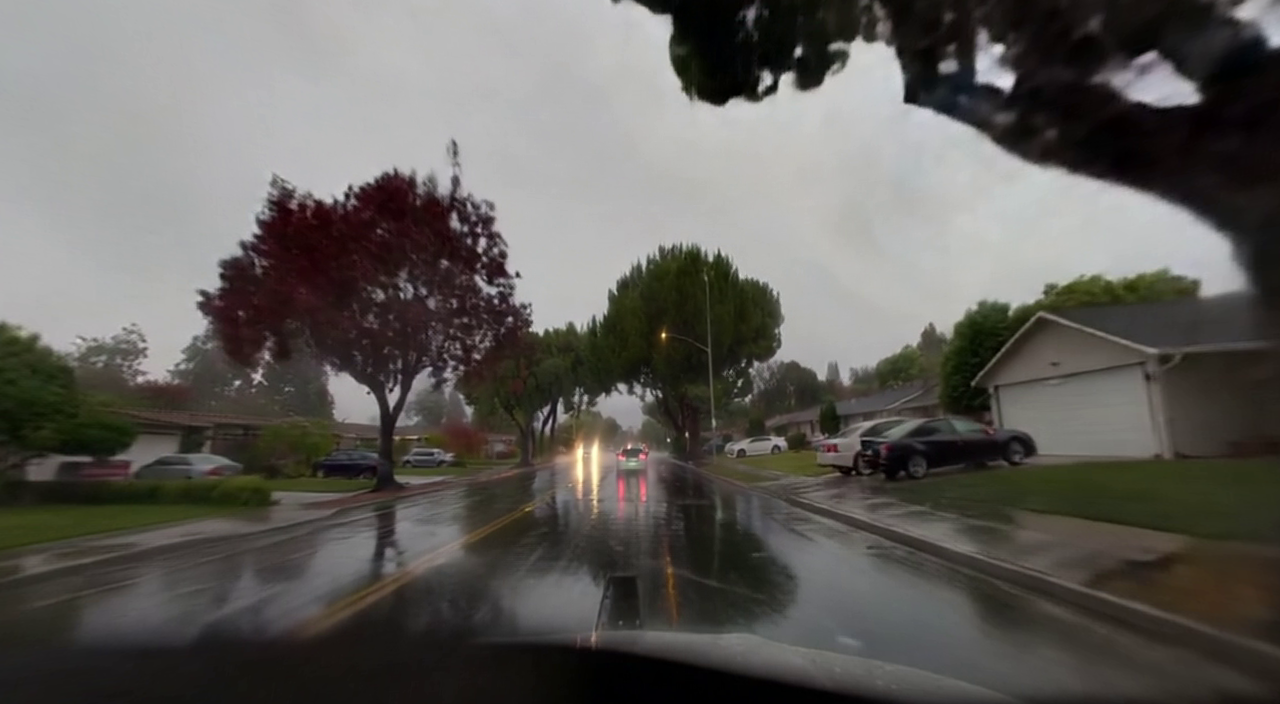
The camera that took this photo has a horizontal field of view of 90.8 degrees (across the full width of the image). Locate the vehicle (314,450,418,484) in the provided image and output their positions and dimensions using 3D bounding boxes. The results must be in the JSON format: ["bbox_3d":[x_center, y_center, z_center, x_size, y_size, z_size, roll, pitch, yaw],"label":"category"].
[{"bbox_3d":[-14.818,6.238,34.362,4.608,1.743,2.222,-1,-9,7],"label":"vehicle"}]

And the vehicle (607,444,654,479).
[{"bbox_3d":[-0.411,5.133,29.845,2.098,1.483,4.099,0,-9,0],"label":"vehicle"}]

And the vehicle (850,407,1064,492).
[{"bbox_3d":[8.340,2.597,16.960,4.513,1.617,1.998,-7,-8,-1],"label":"vehicle"}]

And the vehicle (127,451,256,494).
[{"bbox_3d":[-17.075,4.520,24.046,4.608,1.481,1.890,-4,-10,26],"label":"vehicle"}]
